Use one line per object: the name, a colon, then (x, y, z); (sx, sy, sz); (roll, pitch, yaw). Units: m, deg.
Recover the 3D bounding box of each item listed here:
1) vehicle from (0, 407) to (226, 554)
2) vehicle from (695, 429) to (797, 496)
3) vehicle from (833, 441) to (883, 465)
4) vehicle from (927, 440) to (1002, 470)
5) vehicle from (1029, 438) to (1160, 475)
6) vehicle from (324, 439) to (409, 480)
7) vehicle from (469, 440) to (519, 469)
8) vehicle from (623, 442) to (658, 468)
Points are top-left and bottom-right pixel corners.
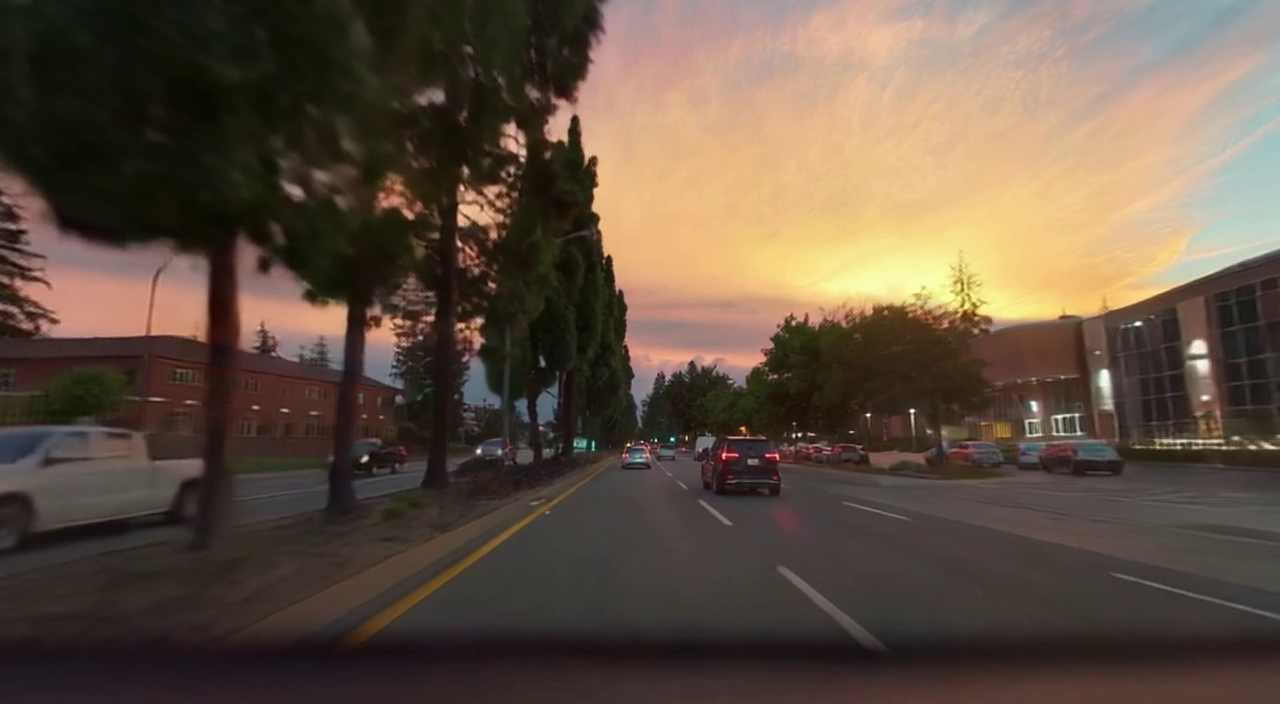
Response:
vehicle: (-9.304, 1.941, 10.019); (2.165, 1.863, 4.880); (0, -9, -1)
vehicle: (3.125, 3.420, 19.884); (2.235, 1.806, 4.818); (0, -9, -2)
vehicle: (15.836, 7.368, 46.151); (1.812, 1.687, 4.579); (1, -9, -4)
vehicle: (19.213, 6.131, 37.670); (1.936, 1.659, 4.365); (0, -9, -3)
vehicle: (20.583, 4.756, 28.737); (4.475, 1.592, 1.841); (0, -9, -1)
vehicle: (-12.712, 5.019, 29.685); (1.937, 1.737, 4.398); (0, -9, 1)
vehicle: (-9.232, 6.521, 40.261); (2.093, 1.728, 4.735); (0, -9, -1)
vehicle: (-0.008, 6.570, 40.580); (2.145, 1.572, 4.021); (0, -9, -1)
